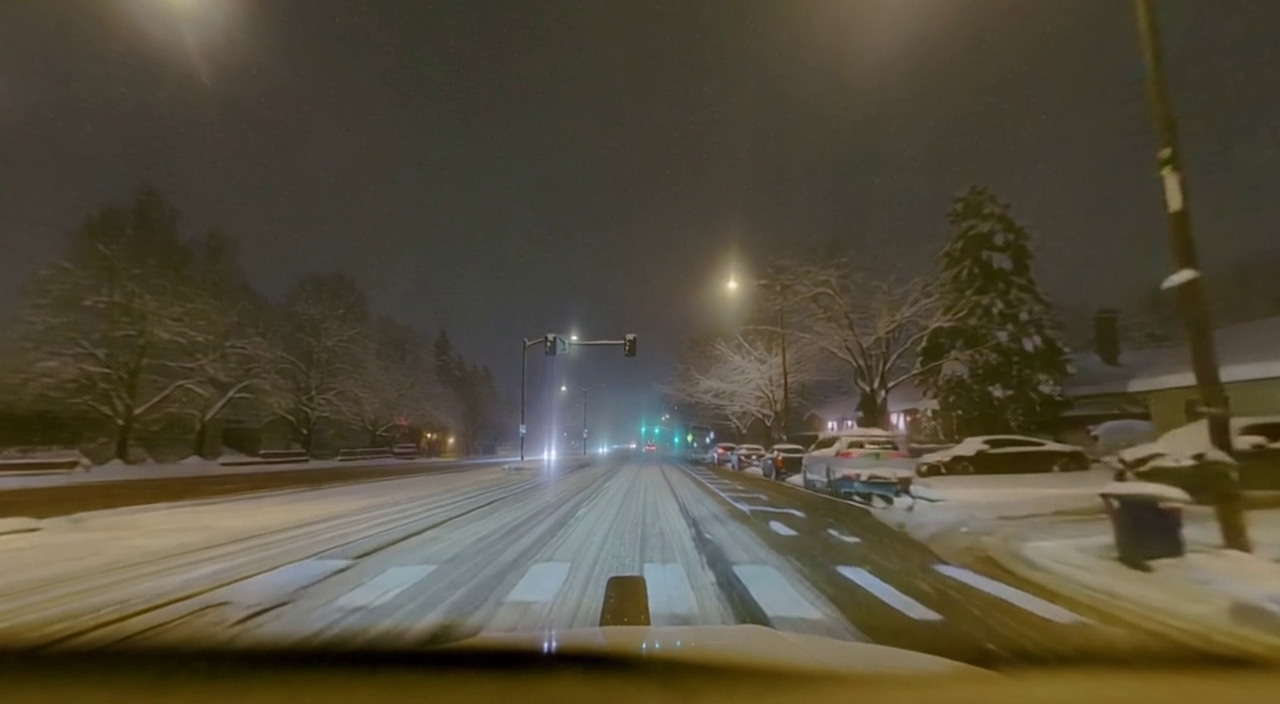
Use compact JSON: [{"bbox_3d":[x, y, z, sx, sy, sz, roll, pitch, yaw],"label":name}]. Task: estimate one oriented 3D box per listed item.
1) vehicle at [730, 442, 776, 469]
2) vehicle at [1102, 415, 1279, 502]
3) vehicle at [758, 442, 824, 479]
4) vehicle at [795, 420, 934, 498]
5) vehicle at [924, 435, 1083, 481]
[{"bbox_3d":[6.525,6.011,36.819,1.976,1.498,4.390,0,-9,1],"label":"vehicle"},{"bbox_3d":[12.269,2.070,12.414,4.585,1.564,2.078,-3,-9,19],"label":"vehicle"},{"bbox_3d":[6.421,4.648,27.381,1.936,1.456,4.445,0,-9,2],"label":"vehicle"},{"bbox_3d":[6.311,3.089,18.505,2.293,1.942,5.004,0,-9,1],"label":"vehicle"},{"bbox_3d":[12.313,3.620,21.735,4.452,1.459,2.001,-4,-9,23],"label":"vehicle"}]
